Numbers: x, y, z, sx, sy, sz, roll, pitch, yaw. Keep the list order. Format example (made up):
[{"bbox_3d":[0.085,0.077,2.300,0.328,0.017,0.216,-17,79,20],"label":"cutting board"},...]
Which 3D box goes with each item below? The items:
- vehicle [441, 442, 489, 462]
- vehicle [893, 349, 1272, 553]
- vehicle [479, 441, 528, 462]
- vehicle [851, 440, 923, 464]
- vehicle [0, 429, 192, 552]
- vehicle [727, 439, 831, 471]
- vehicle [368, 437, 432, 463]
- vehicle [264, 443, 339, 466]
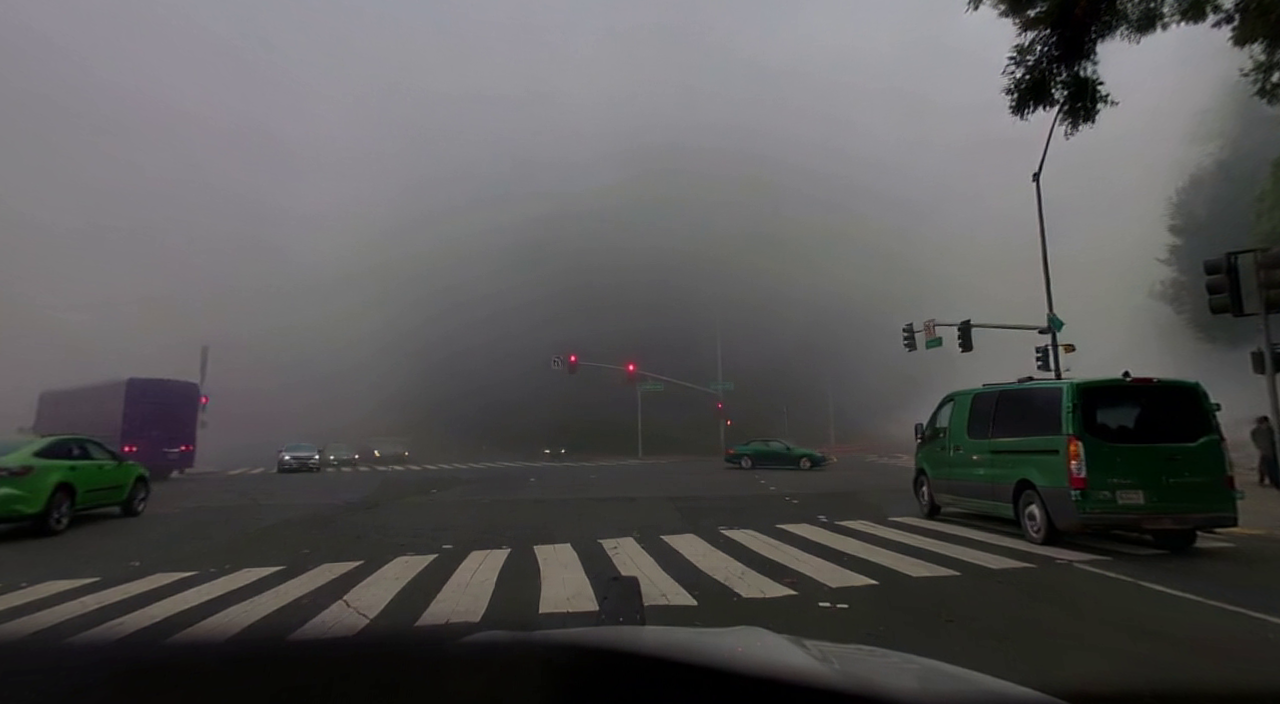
[{"bbox_3d":[-13.178,7.586,47.853,1.845,1.426,4.289,-1,-9,8],"label":"vehicle"},{"bbox_3d":[6.537,1.603,10.538,2.332,2.511,5.326,0,-9,-1],"label":"vehicle"},{"bbox_3d":[-10.142,7.462,47.402,2.097,1.484,4.596,-1,-9,7],"label":"vehicle"},{"bbox_3d":[17.112,6.922,43.671,4.524,1.560,2.052,4,-10,-27],"label":"vehicle"},{"bbox_3d":[-9.163,2.016,9.832,1.993,1.496,4.524,2,-9,-14],"label":"vehicle"},{"bbox_3d":[6.942,5.093,31.413,4.846,1.487,2.086,-3,-9,16],"label":"vehicle"},{"bbox_3d":[-17.374,7.151,46.006,2.189,1.753,4.785,-1,-9,8],"label":"vehicle"},{"bbox_3d":[-21.833,6.641,41.010,1.859,1.415,4.591,-1,-9,8],"label":"vehicle"}]
